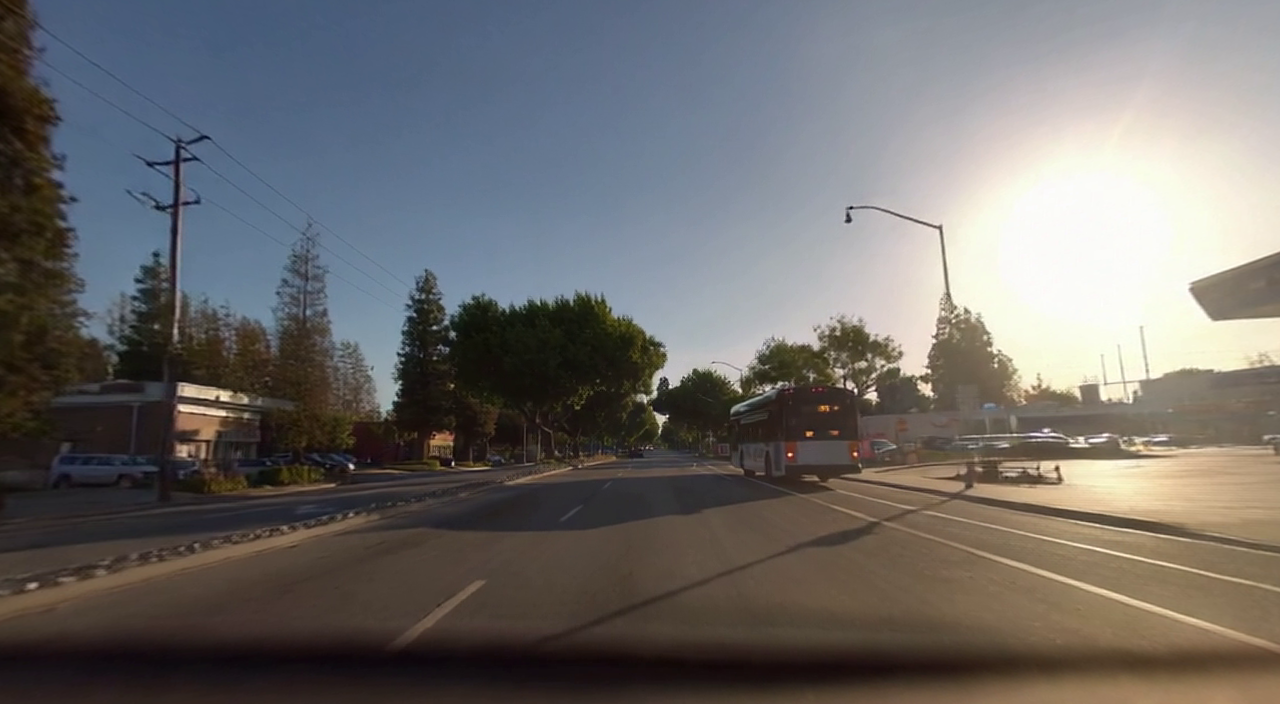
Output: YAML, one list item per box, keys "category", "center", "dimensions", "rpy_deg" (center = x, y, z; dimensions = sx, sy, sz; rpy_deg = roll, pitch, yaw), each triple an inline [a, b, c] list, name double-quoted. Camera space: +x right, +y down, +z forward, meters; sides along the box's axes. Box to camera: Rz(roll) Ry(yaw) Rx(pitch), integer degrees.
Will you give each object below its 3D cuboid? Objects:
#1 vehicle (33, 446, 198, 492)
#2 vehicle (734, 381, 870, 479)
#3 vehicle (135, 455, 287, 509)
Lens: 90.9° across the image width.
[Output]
- category: "vehicle"
  center: [-24.383, 5.397, 29.611]
  dimensions: [2.284, 1.855, 5.392]
  rpy_deg: [-4, -9, 25]
- category: "vehicle"
  center: [8.638, 4.641, 36.408]
  dimensions: [4.582, 4.678, 12.589]
  rpy_deg: [0, -8, 0]
- category: "vehicle"
  center: [-13.529, 4.082, 20.250]
  dimensions: [1.779, 1.476, 4.260]
  rpy_deg: [0, -8, 2]
